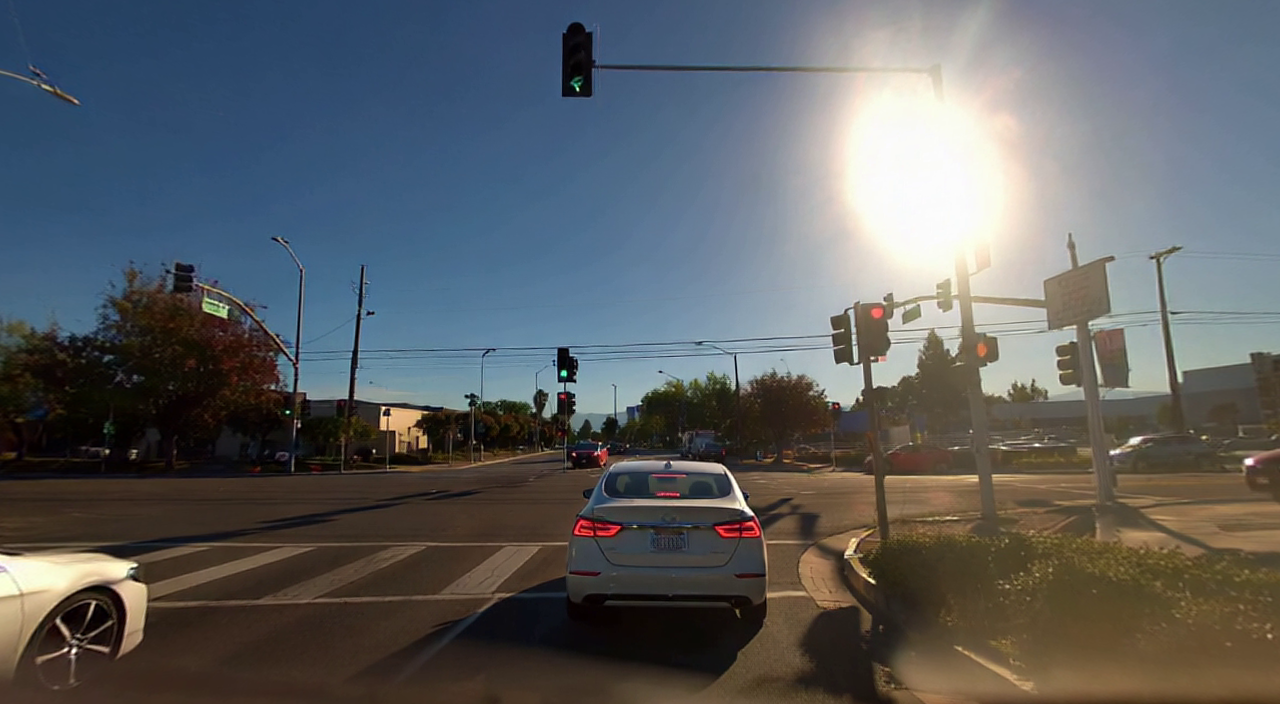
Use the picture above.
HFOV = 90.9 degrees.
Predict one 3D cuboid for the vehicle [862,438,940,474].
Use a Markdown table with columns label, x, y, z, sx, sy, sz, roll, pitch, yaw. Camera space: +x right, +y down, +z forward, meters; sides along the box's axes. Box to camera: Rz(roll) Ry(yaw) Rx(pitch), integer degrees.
| label | x | y | z | sx | sy | sz | roll | pitch | yaw |
| --- | --- | --- | --- | --- | --- | --- | --- | --- | --- |
| vehicle | 12.398 | 5.036 | 30.252 | 1.922 | 1.529 | 3.964 | 0 | -12 | -1 |

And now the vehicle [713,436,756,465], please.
| label | x | y | z | sx | sy | sz | roll | pitch | yaw |
| --- | --- | --- | --- | --- | --- | --- | --- | --- | --- |
| vehicle | 6.912 | 7.175 | 46.196 | 1.491 | 2.041 | 2.964 | 6 | -9 | -33 |

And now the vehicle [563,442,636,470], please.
| label | x | y | z | sx | sy | sz | roll | pitch | yaw |
| --- | --- | --- | --- | --- | --- | --- | --- | --- | --- |
| vehicle | -2.438 | 6.151 | 37.554 | 3.991 | 1.526 | 1.868 | -4 | -9 | 30 |

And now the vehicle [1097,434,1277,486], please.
| label | x | y | z | sx | sy | sz | roll | pitch | yaw |
| --- | --- | --- | --- | --- | --- | --- | --- | --- | --- |
| vehicle | 16.803 | 3.321 | 19.511 | 3.876 | 1.512 | 1.784 | 0 | -8 | -1 |
